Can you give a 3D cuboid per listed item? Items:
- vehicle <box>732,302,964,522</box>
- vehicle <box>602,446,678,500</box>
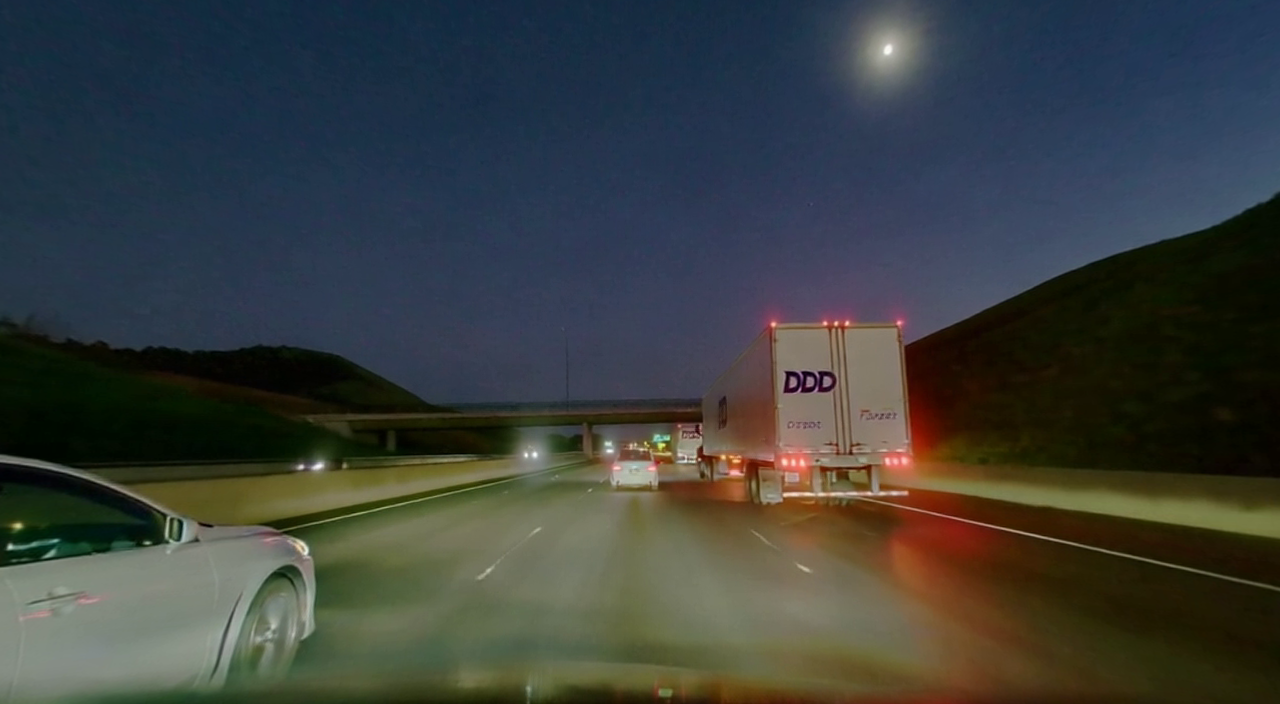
[{"bbox_3d":[4.307,1.680,15.498,2.802,3.956,8.291,0,-9,0],"label":"vehicle"},{"bbox_3d":[0.001,3.553,18.903,2.029,1.437,3.794,0,-9,0],"label":"vehicle"}]
